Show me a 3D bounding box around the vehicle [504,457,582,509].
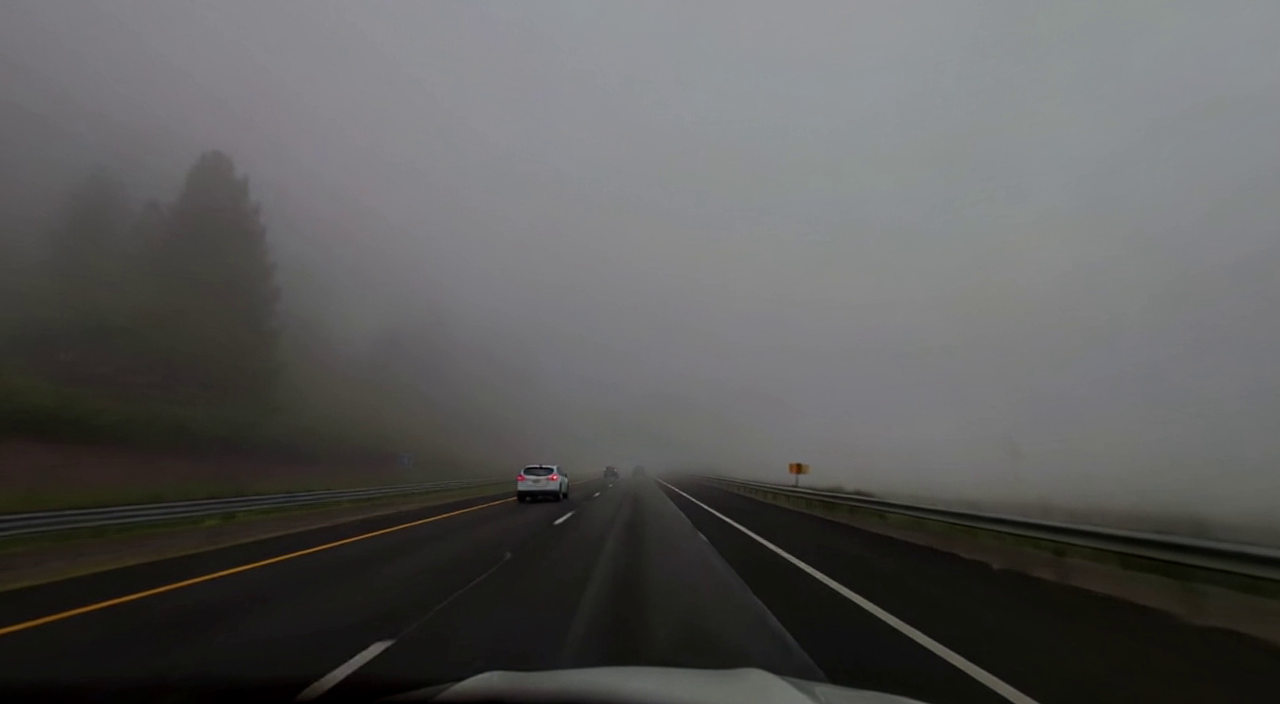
[{"bbox_3d":[-3.184,4.432,21.517,1.900,1.550,4.146,1,-10,1],"label":"vehicle"}]
